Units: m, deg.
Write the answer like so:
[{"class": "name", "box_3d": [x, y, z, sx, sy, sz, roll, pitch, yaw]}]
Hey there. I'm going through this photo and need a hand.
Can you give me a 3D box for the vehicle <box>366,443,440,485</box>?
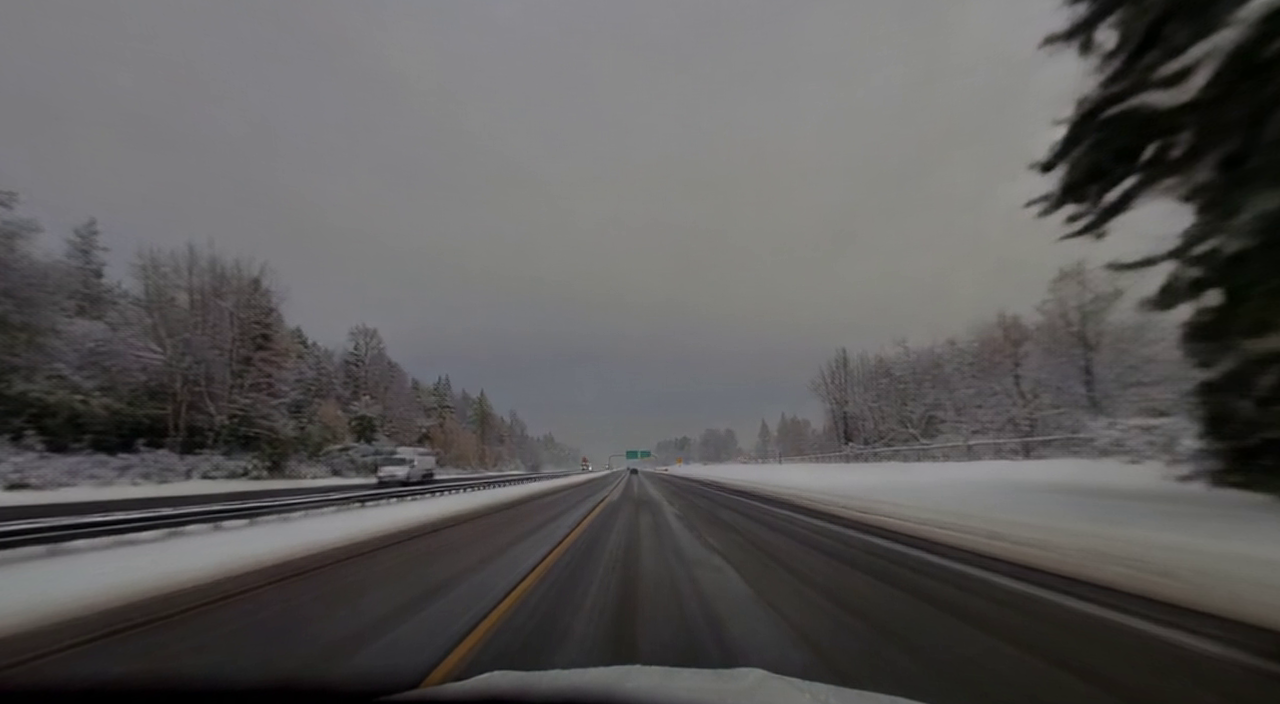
[{"class": "vehicle", "box_3d": [-17.968, 8.631, 48.311, 2.657, 2.861, 7.458, 1, -11, 0]}]
